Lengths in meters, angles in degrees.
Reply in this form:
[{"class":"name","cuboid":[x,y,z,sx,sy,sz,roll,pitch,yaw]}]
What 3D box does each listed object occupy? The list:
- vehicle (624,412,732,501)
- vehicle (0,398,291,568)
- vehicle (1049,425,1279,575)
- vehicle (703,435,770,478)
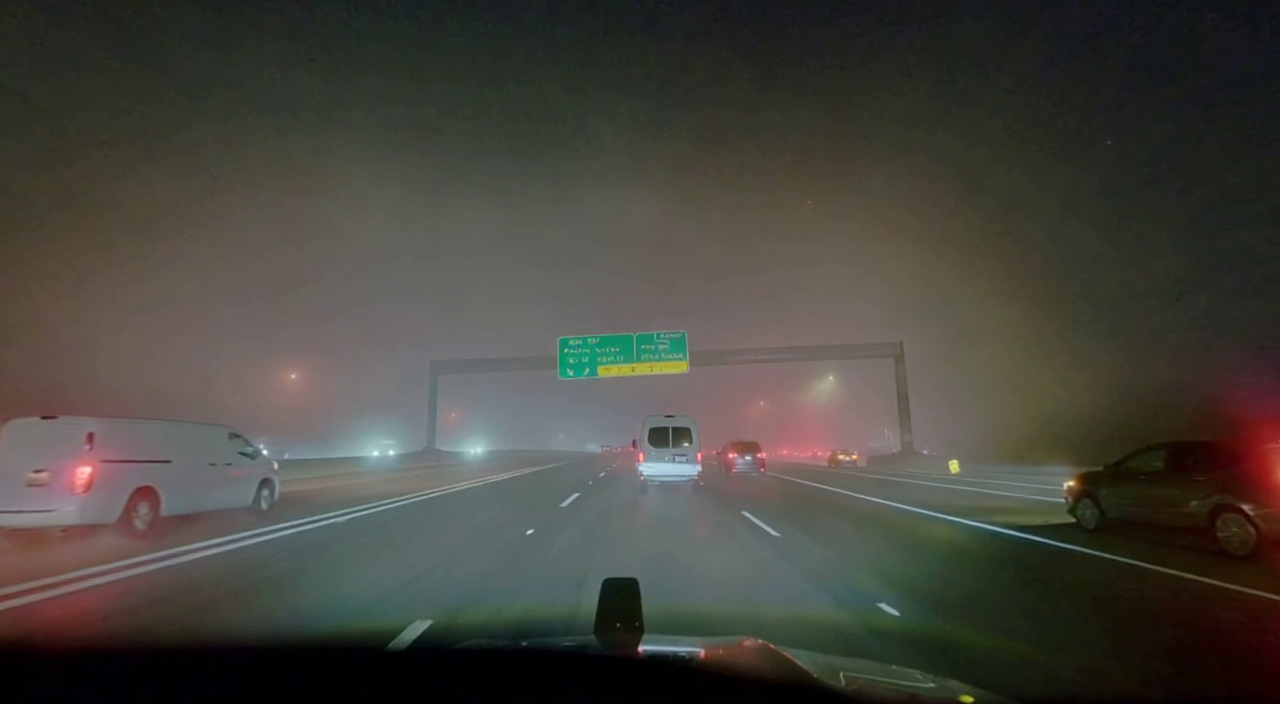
[{"class":"vehicle","cuboid":[0.837,2.803,17.114,2.509,2.062,4.639,0,-8,-2]},{"class":"vehicle","cuboid":[-7.587,1.735,9.147,2.192,1.776,4.957,0,-8,0]},{"class":"vehicle","cuboid":[7.503,1.694,7.667,2.016,1.507,4.474,0,-8,0]},{"class":"vehicle","cuboid":[4.081,4.516,27.434,2.146,1.678,4.489,0,-8,-1]}]
